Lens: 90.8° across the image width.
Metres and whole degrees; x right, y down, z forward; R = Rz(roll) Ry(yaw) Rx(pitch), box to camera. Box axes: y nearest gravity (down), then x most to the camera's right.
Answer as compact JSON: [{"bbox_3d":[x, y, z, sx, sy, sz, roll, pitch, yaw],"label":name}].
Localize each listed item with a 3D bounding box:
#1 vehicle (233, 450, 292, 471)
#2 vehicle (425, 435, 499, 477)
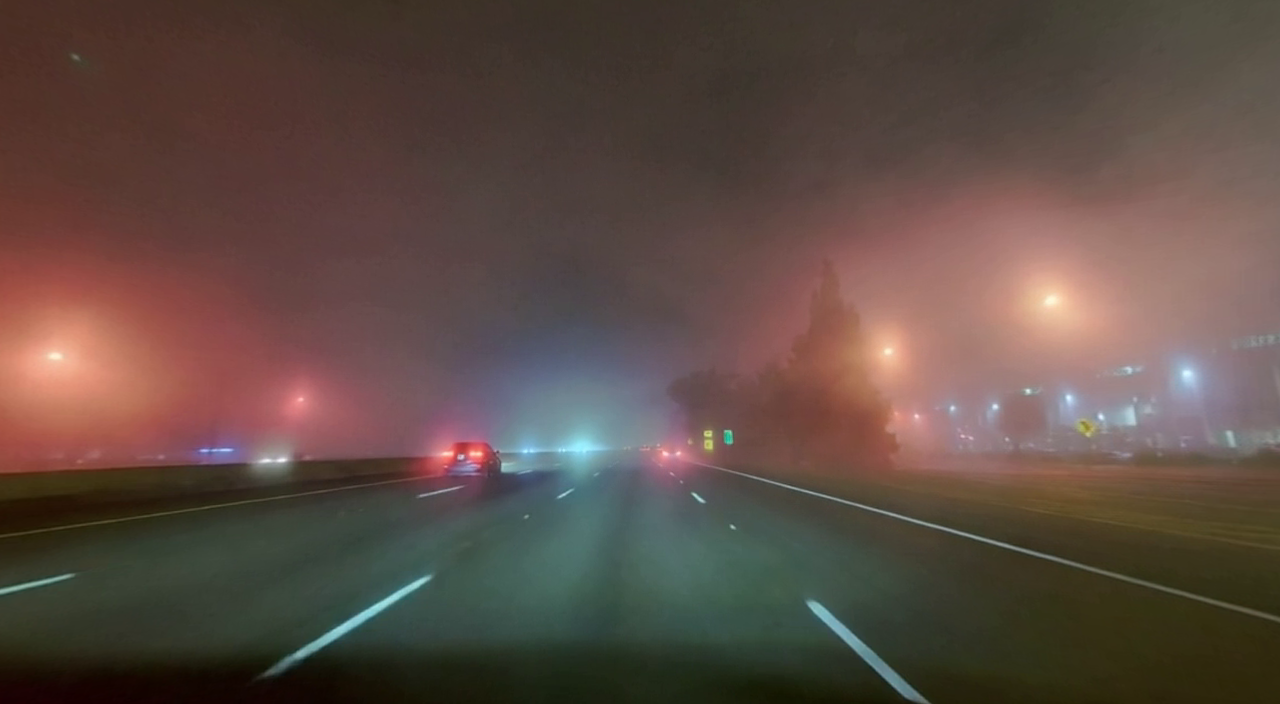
[{"bbox_3d":[-28.827,8.291,48.370,1.793,1.465,4.385,0,-9,0],"label":"vehicle"},{"bbox_3d":[-8.013,4.716,28.853,2.089,1.724,4.327,0,-9,0],"label":"vehicle"}]
